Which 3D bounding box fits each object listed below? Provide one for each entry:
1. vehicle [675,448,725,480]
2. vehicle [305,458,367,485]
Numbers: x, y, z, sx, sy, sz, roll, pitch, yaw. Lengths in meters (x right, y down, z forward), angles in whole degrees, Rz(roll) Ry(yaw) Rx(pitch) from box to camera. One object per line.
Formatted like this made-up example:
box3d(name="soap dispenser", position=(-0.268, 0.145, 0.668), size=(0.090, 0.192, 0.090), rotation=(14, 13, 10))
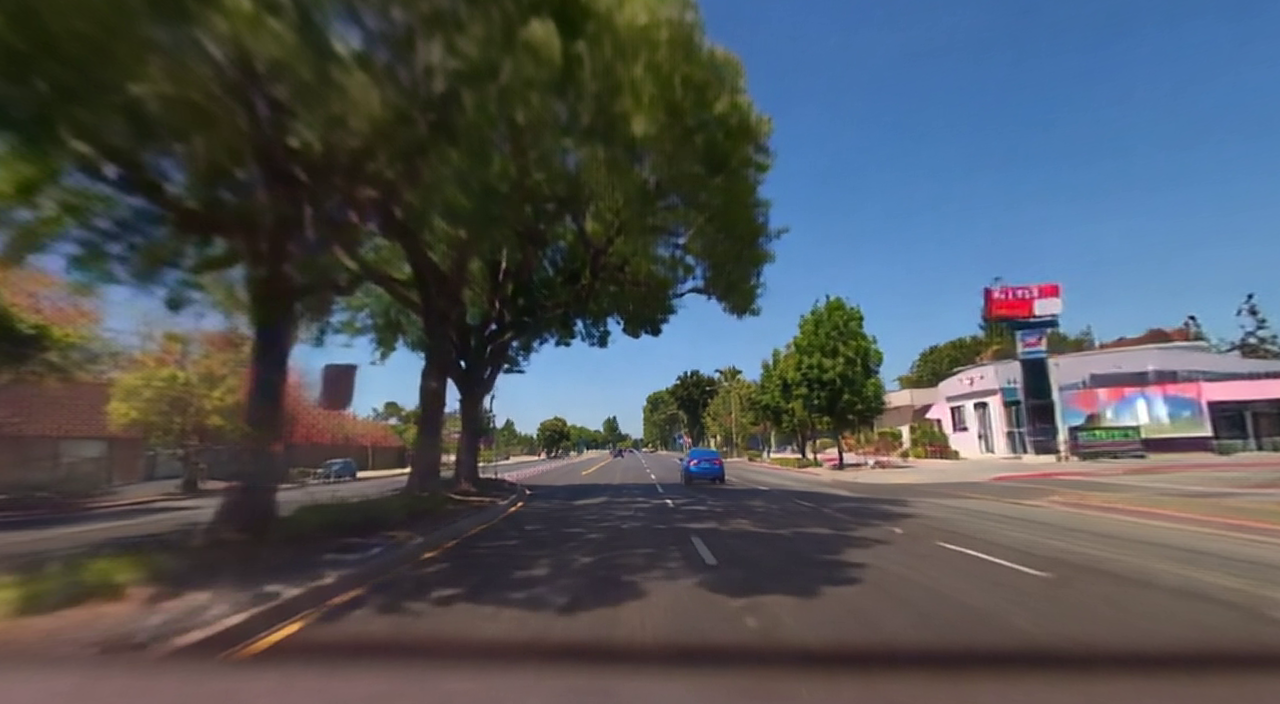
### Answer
box3d(name="vehicle", position=(2.859, 5.428, 30.888), size=(1.929, 1.411, 4.284), rotation=(1, -9, -1))
box3d(name="vehicle", position=(-20.013, 7.869, 41.789), size=(1.949, 1.610, 4.279), rotation=(1, -9, 0))
